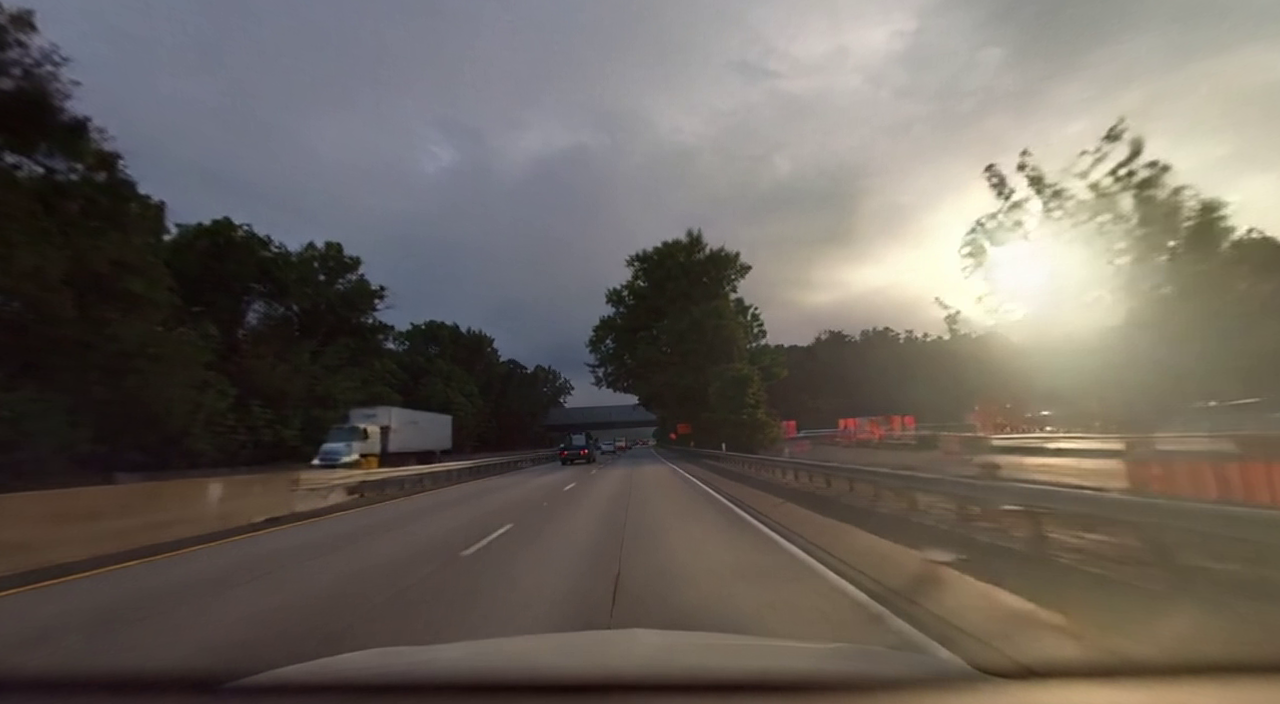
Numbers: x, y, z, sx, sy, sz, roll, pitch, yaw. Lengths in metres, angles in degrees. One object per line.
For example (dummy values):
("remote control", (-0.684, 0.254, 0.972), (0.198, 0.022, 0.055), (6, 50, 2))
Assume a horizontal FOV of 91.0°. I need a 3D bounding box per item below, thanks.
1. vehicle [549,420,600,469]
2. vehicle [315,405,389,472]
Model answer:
("vehicle", (-3.760, 5.466, 37.350), (2.484, 2.625, 5.907), (0, -8, 0))
("vehicle", (-17.466, 5.269, 38.388), (3.014, 3.832, 3.036), (0, -8, -1))
